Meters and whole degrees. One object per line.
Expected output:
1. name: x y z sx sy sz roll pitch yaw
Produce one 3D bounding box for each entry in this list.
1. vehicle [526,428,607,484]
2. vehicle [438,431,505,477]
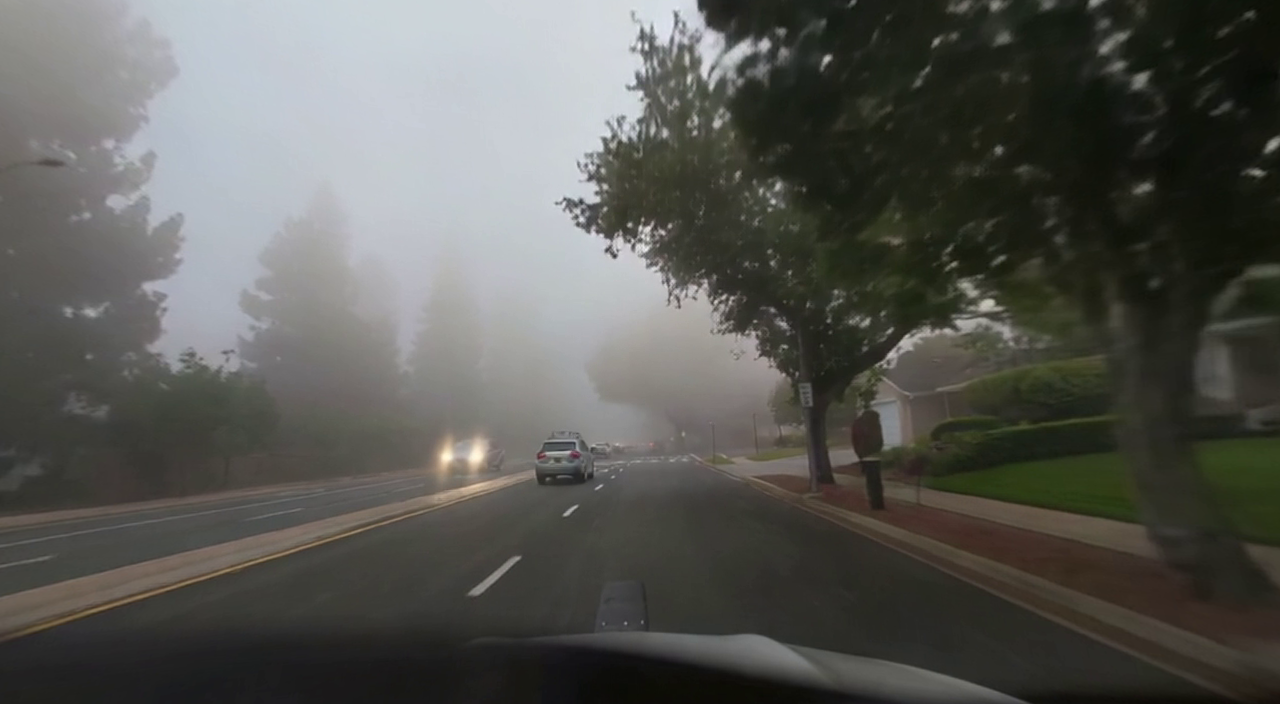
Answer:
1. vehicle: -2.479 3.681 22.498 2.190 1.766 4.394 0 -8 2
2. vehicle: -8.542 5.220 32.405 2.159 1.983 4.530 -5 -8 0
